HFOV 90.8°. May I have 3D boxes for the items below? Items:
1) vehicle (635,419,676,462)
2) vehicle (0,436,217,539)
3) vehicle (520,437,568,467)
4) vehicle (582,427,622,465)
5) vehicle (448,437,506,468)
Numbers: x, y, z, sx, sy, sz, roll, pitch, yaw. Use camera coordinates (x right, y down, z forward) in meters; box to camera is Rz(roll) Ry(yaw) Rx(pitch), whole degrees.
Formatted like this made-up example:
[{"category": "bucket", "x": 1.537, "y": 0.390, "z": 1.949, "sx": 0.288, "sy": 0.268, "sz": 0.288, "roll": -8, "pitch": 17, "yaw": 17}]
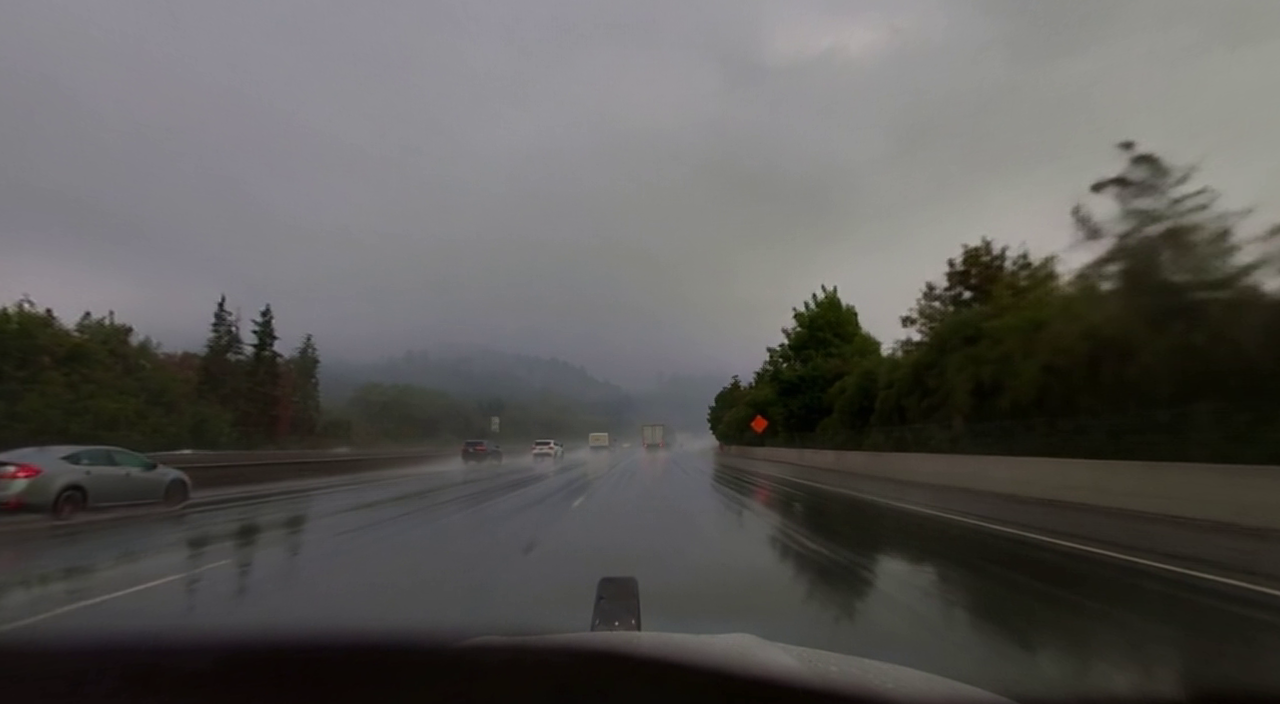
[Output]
[{"category": "vehicle", "x": 1.101, "y": 6.440, "z": 46.061, "sx": 2.768, "sy": 2.854, "sz": 6.757, "roll": 0, "pitch": -8, "yaw": 1}, {"category": "vehicle", "x": -10.150, "y": 2.274, "z": 11.274, "sx": 1.952, "sy": 1.457, "sz": 4.689, "roll": 0, "pitch": -8, "yaw": 0}, {"category": "vehicle", "x": -6.245, "y": 6.592, "z": 41.741, "sx": 2.206, "sy": 1.838, "sz": 4.889, "roll": -1, "pitch": -8, "yaw": 3}, {"category": "vehicle", "x": -2.685, "y": 6.772, "z": 45.522, "sx": 2.328, "sy": 2.519, "sz": 5.238, "roll": -1, "pitch": -8, "yaw": 2}, {"category": "vehicle", "x": -10.038, "y": 6.257, "z": 39.398, "sx": 2.080, "sy": 1.777, "sz": 5.450, "roll": 0, "pitch": -8, "yaw": 2}]
